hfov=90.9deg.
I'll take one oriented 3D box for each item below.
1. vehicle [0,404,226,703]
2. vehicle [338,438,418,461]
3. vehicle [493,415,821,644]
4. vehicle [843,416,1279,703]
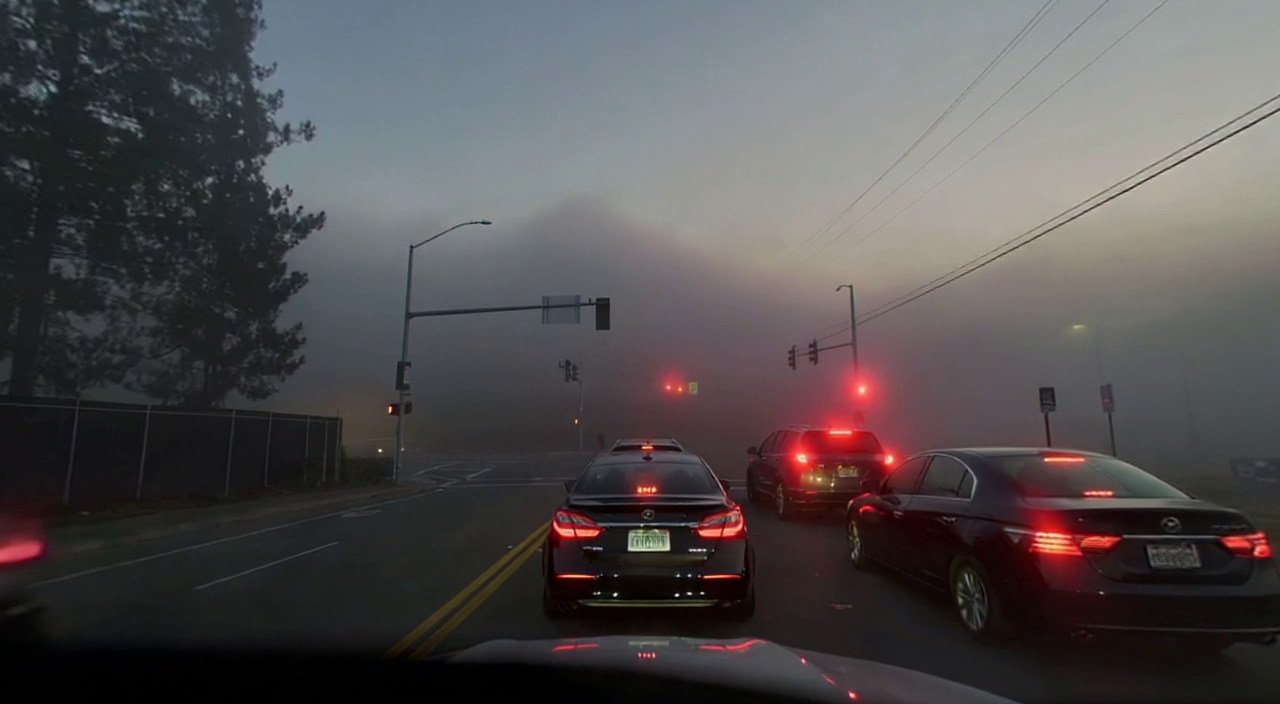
[{"bbox_3d":[-3.279,0.774,1.250,1.959,1.456,4.488,0,-8,-2],"label":"vehicle"},{"bbox_3d":[-17.214,6.409,41.472,4.406,1.458,1.892,-1,-8,7],"label":"vehicle"},{"bbox_3d":[0.085,1.502,6.433,2.170,1.497,4.369,0,-8,-1],"label":"vehicle"},{"bbox_3d":[3.090,1.240,4.142,2.027,1.432,4.431,0,-8,0],"label":"vehicle"}]
